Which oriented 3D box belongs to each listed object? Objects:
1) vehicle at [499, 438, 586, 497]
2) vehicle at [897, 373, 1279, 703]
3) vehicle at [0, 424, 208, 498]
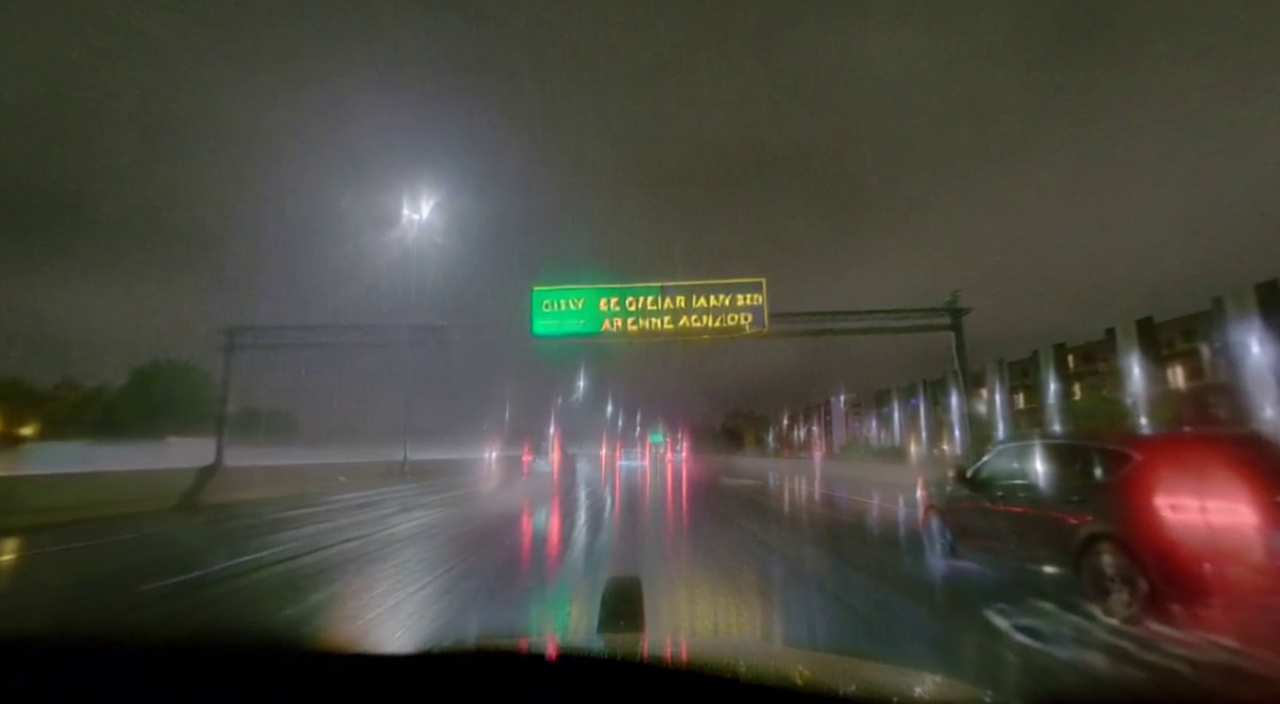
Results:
[{"bbox_3d":[-3.103,3.791,21.071,2.075,1.721,4.763,0,-9,1],"label":"vehicle"},{"bbox_3d":[4.355,1.320,5.562,2.170,1.733,4.631,0,-9,0],"label":"vehicle"},{"bbox_3d":[-35.284,6.923,40.728,2.887,3.890,16.694,0,-9,0],"label":"vehicle"}]
